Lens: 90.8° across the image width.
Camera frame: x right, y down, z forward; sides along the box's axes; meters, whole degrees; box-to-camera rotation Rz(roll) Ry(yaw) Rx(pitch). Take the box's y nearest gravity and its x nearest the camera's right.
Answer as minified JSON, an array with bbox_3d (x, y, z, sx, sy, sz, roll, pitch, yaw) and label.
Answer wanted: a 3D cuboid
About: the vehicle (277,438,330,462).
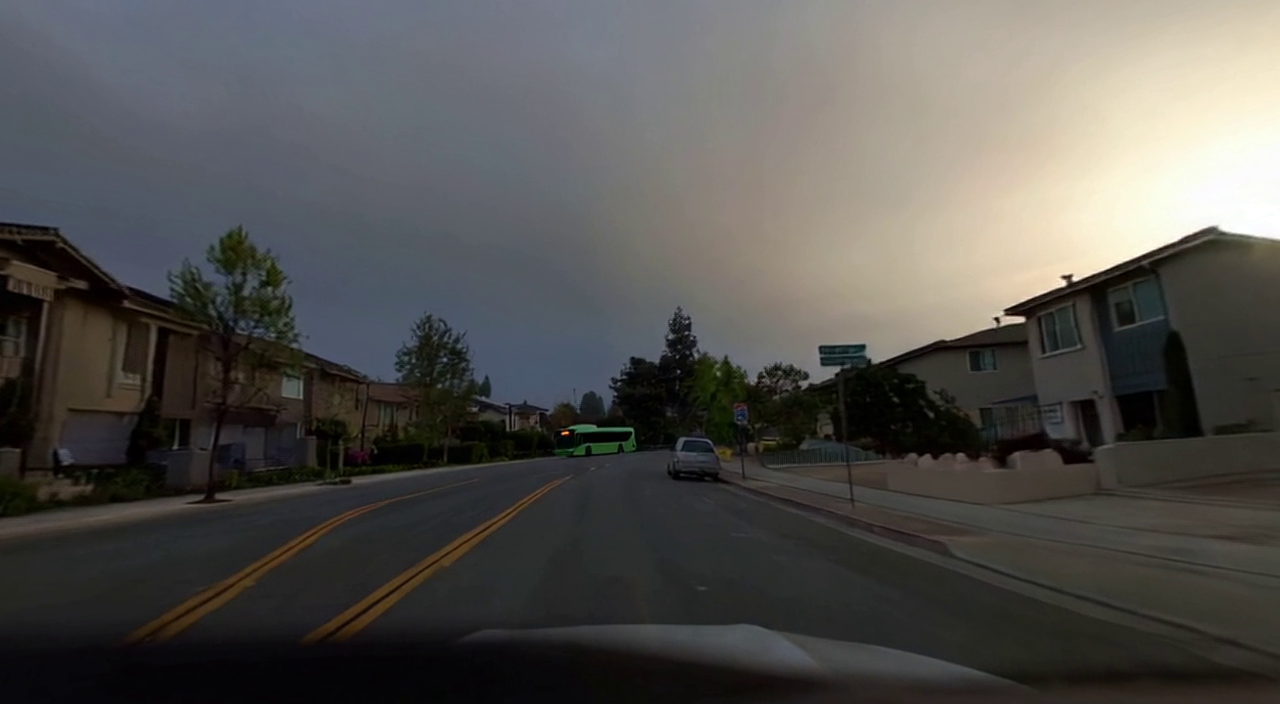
[{"bbox_3d":[-26.000,7.602,49.033,2.006,1.766,4.685,1,-9,-7],"label":"vehicle"}]

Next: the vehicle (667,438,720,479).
[{"bbox_3d":[2.177,4.477,26.762,1.984,1.601,3.994,0,-9,1],"label":"vehicle"}]
